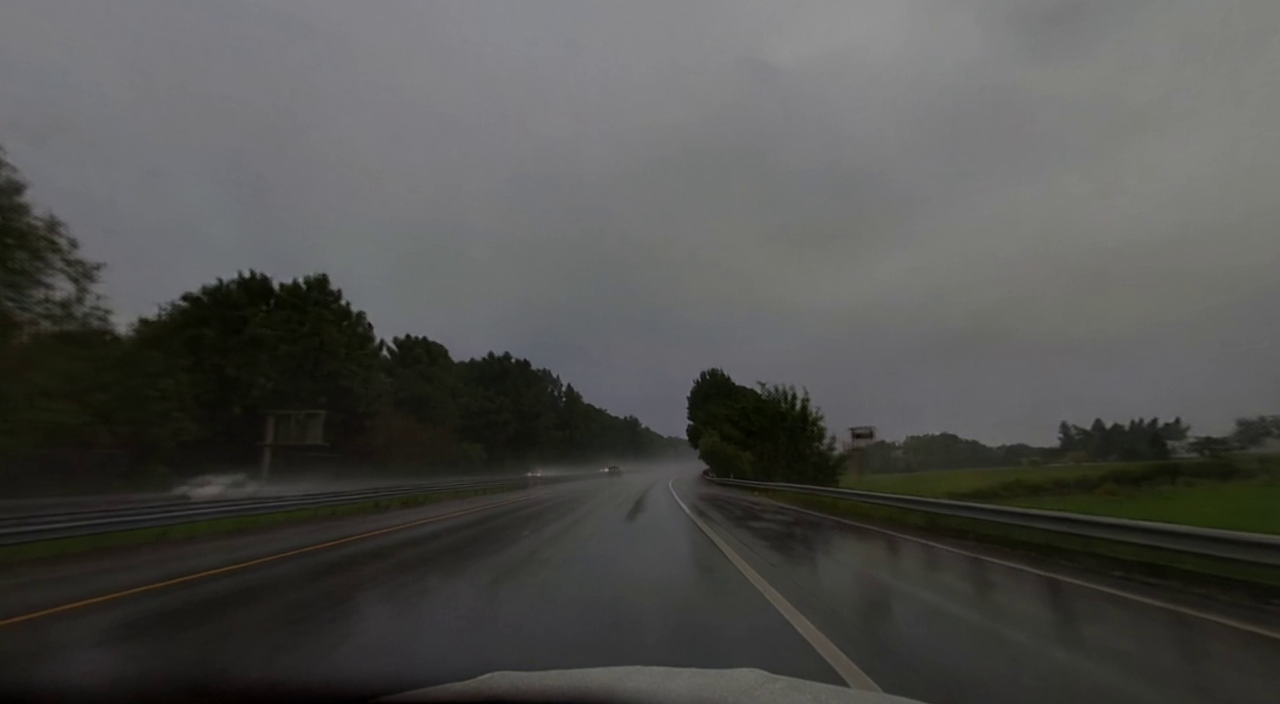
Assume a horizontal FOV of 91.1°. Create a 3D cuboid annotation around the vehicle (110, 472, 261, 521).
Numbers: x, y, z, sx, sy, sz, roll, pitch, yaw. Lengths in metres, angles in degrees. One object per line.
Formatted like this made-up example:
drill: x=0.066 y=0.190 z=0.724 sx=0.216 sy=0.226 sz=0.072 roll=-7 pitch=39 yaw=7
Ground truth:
vehicle: x=-16.119 y=5.122 z=22.671 sx=1.950 sy=1.526 sz=4.557 roll=1 pitch=-11 yaw=1
